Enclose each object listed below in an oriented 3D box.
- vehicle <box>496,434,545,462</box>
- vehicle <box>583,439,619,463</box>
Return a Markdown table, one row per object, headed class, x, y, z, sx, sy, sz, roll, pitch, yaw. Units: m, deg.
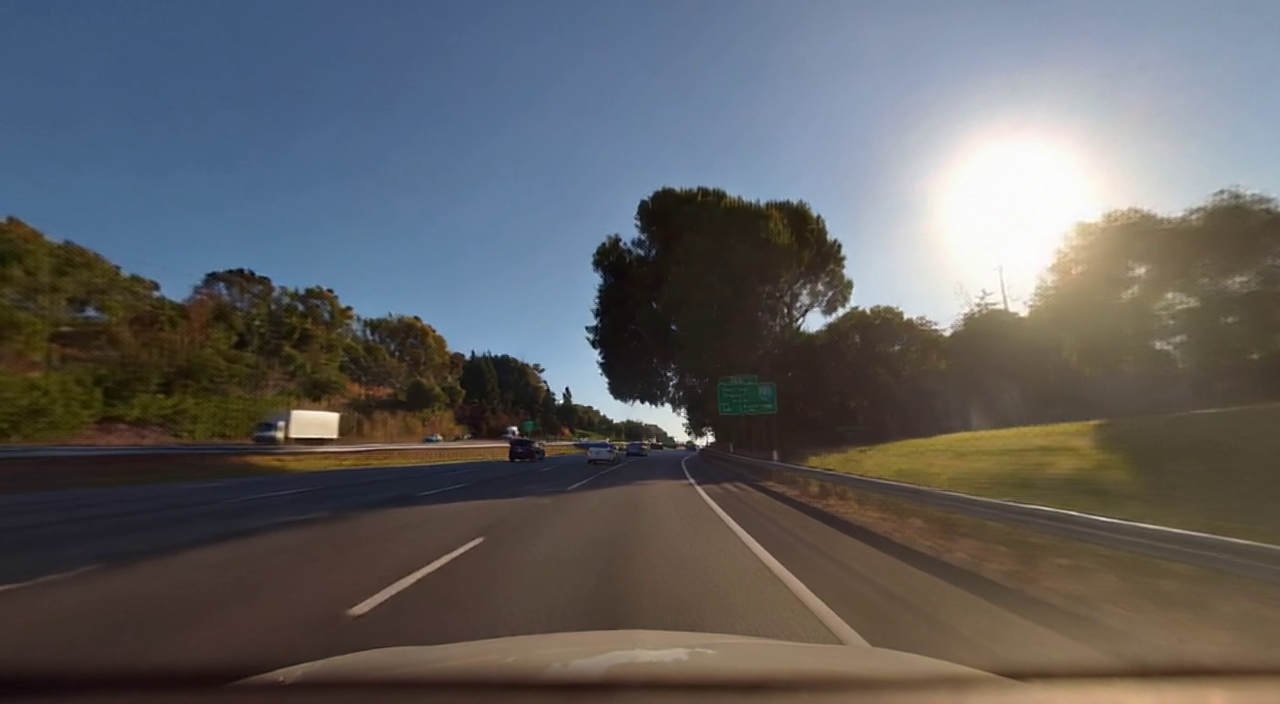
| class | x | y | z | sx | sy | sz | roll | pitch | yaw |
| --- | --- | --- | --- | --- | --- | --- | --- | --- | --- |
| vehicle | -9.057 | 7.314 | 48.130 | 2.264 | 1.980 | 5.574 | 0 | -9 | 4 |
| vehicle | -2.758 | 7.129 | 45.387 | 2.035 | 1.673 | 4.469 | 0 | -9 | 4 |
